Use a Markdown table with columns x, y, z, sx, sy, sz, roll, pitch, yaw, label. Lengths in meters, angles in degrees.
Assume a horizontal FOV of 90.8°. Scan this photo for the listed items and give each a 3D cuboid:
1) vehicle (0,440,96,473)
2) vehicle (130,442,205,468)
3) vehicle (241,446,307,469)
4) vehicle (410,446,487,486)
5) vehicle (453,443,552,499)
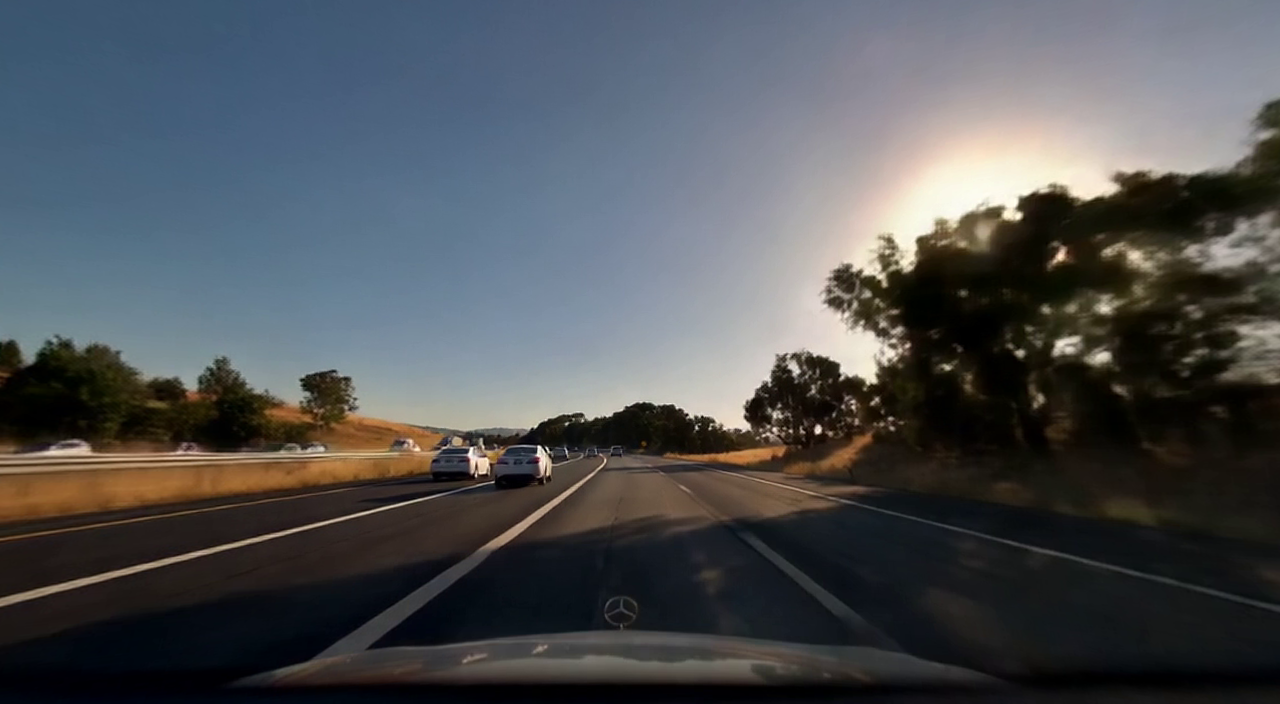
| x | y | z | sx | sy | sz | roll | pitch | yaw | label |
| --- | --- | --- | --- | --- | --- | --- | --- | --- | --- |
| -33.182 | 5.781 | 35.024 | 1.959 | 1.681 | 4.590 | 0 | -9 | -2 | vehicle |
| -34.412 | 7.525 | 46.169 | 2.172 | 1.768 | 4.652 | 1 | -9 | -5 | vehicle |
| -25.347 | 7.319 | 43.935 | 1.886 | 1.467 | 4.643 | 0 | -9 | -1 | vehicle |
| -7.978 | 4.778 | 26.751 | 2.023 | 1.519 | 4.150 | 0 | -9 | -1 | vehicle |
| -4.097 | 3.632 | 19.684 | 2.073 | 1.516 | 4.478 | 0 | -9 | 0 | vehicle |
